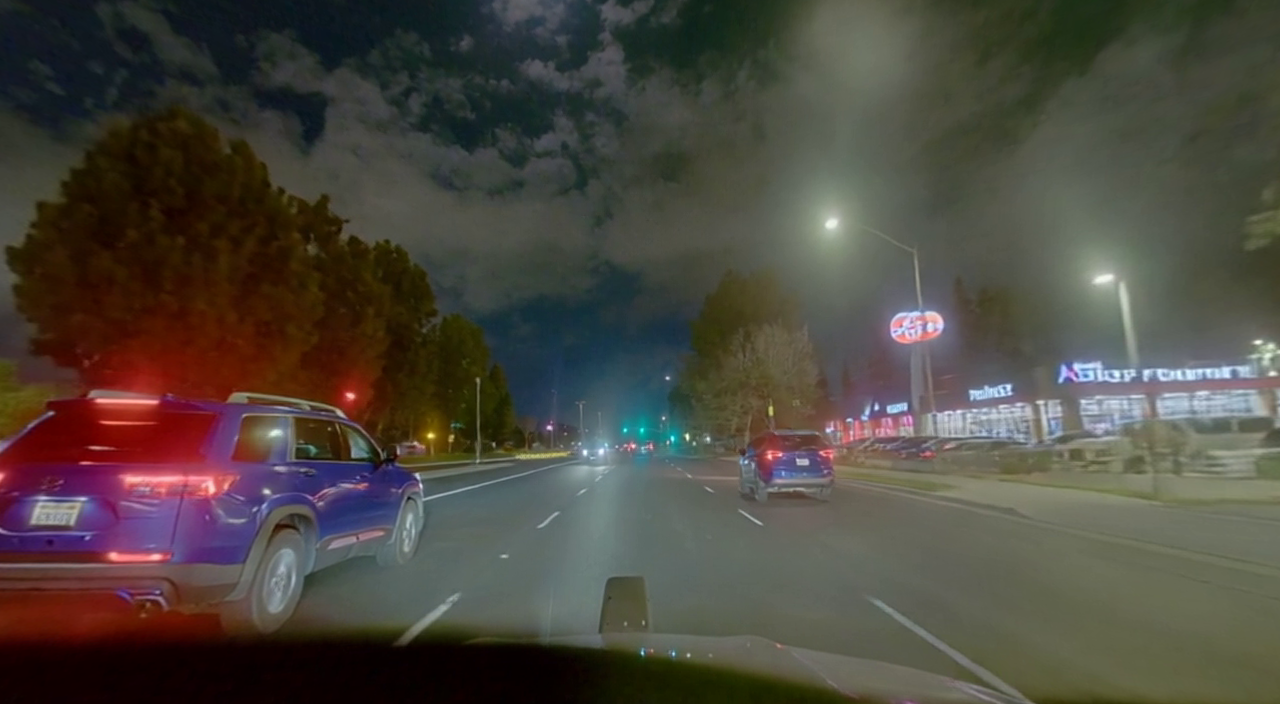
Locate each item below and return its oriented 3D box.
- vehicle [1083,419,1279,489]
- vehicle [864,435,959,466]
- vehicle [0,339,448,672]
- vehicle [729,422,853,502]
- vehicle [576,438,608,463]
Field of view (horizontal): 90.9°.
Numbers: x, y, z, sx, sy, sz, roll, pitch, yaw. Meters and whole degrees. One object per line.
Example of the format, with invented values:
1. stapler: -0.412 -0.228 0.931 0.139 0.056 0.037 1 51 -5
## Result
1. vehicle: 14.832 2.679 16.648 4.647 1.725 1.991 0 -8 1
2. vehicle: 13.830 5.026 32.202 4.040 1.497 1.702 0 -8 -1
3. vehicle: -3.727 1.226 6.115 2.210 1.925 4.838 0 -8 0
4. vehicle: 3.672 2.768 16.232 2.024 1.773 4.431 0 -8 -1
5. vehicle: -3.602 7.546 48.261 2.112 1.775 4.404 0 -8 0
